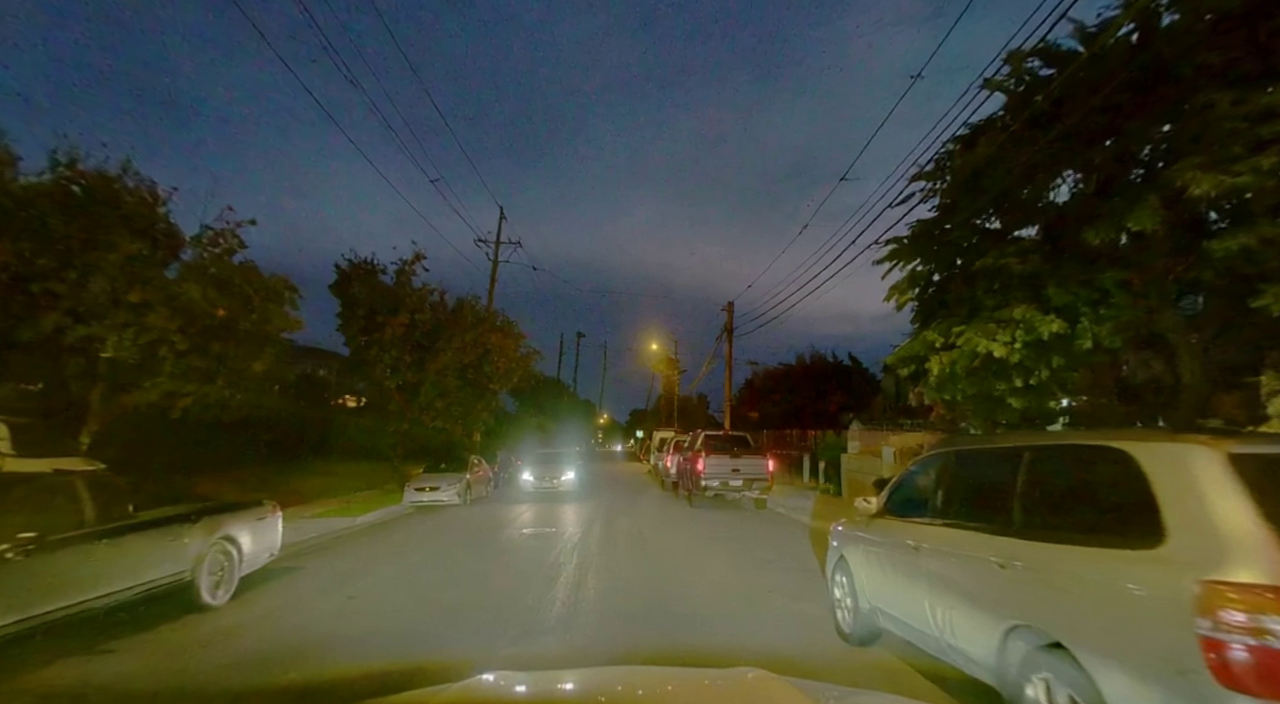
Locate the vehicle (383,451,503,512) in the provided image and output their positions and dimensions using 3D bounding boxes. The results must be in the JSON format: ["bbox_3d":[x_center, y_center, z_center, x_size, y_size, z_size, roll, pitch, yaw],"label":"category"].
[{"bbox_3d":[-5.321,3.528,17.702,1.932,1.431,4.198,-1,-9,1],"label":"vehicle"}]

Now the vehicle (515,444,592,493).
[{"bbox_3d":[-2.911,4.030,22.334,2.060,1.525,4.876,0,-8,0],"label":"vehicle"}]

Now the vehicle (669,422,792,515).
[{"bbox_3d":[1.950,2.704,15.137,2.032,1.839,4.597,1,-9,-3],"label":"vehicle"}]

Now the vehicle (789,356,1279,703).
[{"bbox_3d":[2.296,0.987,2.695,2.034,1.530,4.790,0,-9,-1],"label":"vehicle"}]

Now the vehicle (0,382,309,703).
[{"bbox_3d":[-4.589,1.259,4.408,2.110,1.875,4.603,0,-8,-1],"label":"vehicle"}]
